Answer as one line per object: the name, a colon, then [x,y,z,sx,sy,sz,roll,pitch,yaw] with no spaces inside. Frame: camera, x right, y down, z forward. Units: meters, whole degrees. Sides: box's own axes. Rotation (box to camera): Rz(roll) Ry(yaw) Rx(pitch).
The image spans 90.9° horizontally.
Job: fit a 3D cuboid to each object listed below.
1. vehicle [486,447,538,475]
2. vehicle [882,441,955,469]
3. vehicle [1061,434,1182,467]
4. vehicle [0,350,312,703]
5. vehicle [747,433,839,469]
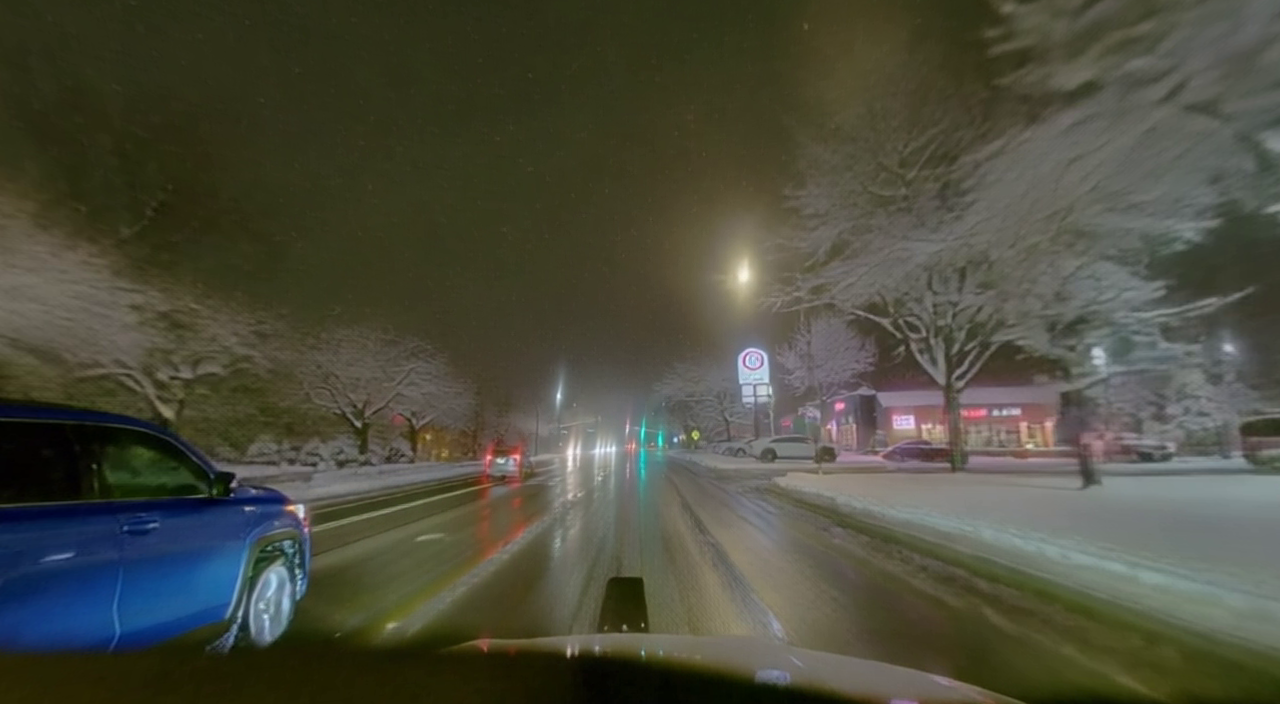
vehicle: [-7.351,6.274,36.660,1.990,1.483,4.410,0,-8,1]
vehicle: [15.899,5.873,36.234,2.177,1.397,4.511,-2,-8,1]
vehicle: [26.749,5.476,35.380,2.672,1.580,5.933,-3,-8,7]
vehicle: [-3.298,0.820,2.133,2.127,1.654,4.121,0,-8,0]
vehicle: [8.904,5.768,36.812,5.031,1.951,2.184,-2,-9,15]
